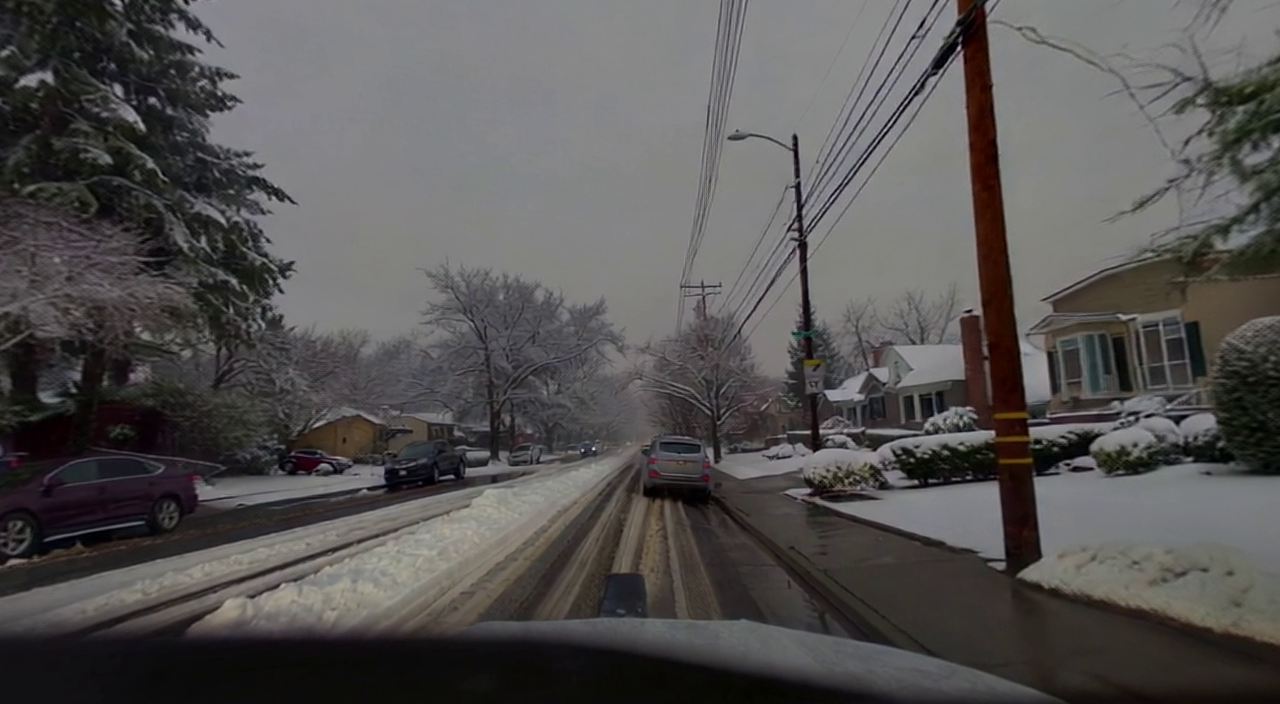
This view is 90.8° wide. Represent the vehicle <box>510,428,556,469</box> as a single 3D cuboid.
[{"bbox_3d":[-8.043,7.304,48.013,2.199,2.902,5.848,0,-8,3],"label":"vehicle"}]

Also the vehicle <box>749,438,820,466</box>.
[{"bbox_3d":[9.025,6.268,39.690,4.075,1.674,1.811,0,-8,3],"label":"vehicle"}]

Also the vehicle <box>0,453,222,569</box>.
[{"bbox_3d":[-9.158,2.330,9.877,1.968,1.449,4.502,-1,-8,3],"label":"vehicle"}]

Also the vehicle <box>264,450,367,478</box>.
[{"bbox_3d":[-17.201,5.963,33.651,4.481,1.420,1.712,0,-9,-2],"label":"vehicle"}]

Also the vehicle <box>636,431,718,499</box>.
[{"bbox_3d":[0.971,2.898,16.521,1.908,1.572,3.105,-1,-8,4],"label":"vehicle"}]

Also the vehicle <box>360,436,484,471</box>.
[{"bbox_3d":[-12.857,6.052,37.656,6.488,2.009,2.354,0,-9,2],"label":"vehicle"}]
